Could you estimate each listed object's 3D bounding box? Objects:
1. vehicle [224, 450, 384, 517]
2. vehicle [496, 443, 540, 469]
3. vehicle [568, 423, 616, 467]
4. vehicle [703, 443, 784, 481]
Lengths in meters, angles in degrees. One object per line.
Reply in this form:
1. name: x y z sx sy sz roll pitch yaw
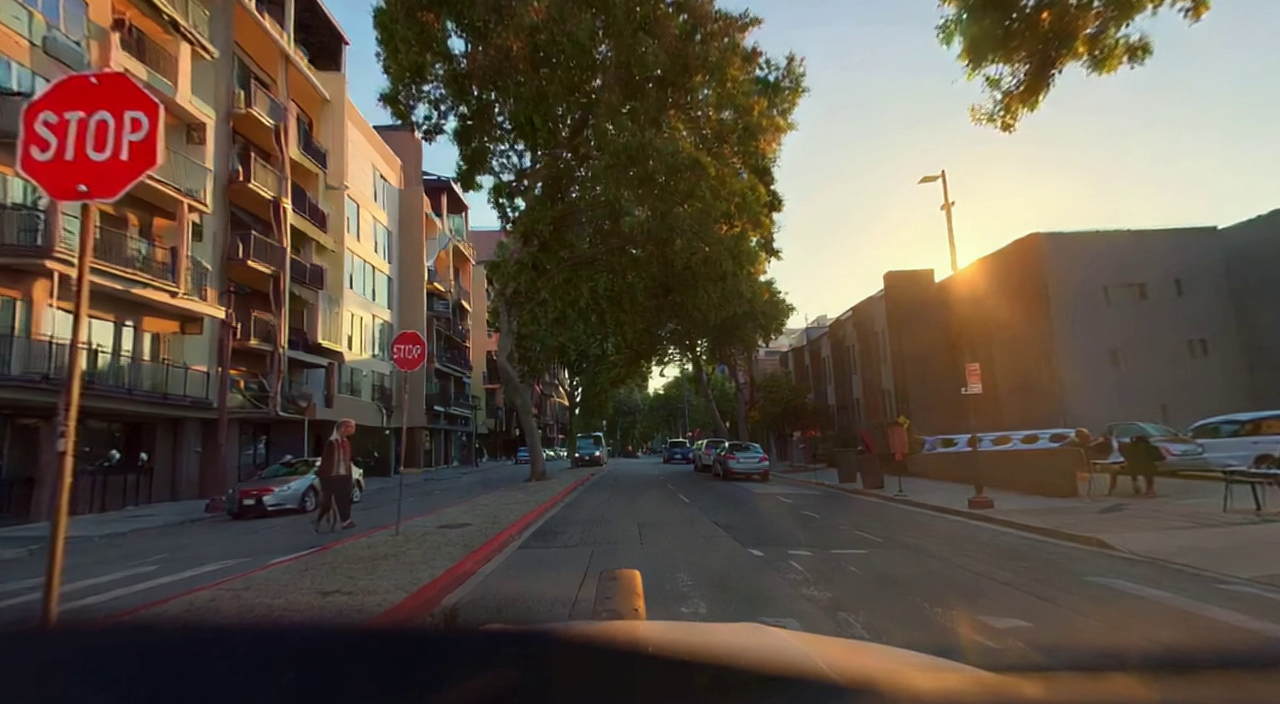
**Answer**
1. vehicle: -8.796 3.441 17.072 2.007 1.503 4.343 0 -8 -1
2. vehicle: -8.842 7.560 46.193 2.256 1.802 4.333 0 -8 2
3. vehicle: -2.973 5.997 40.620 2.317 2.596 6.053 0 -8 3
4. vehicle: 4.578 4.743 27.538 1.858 1.491 4.329 -5 -10 33
